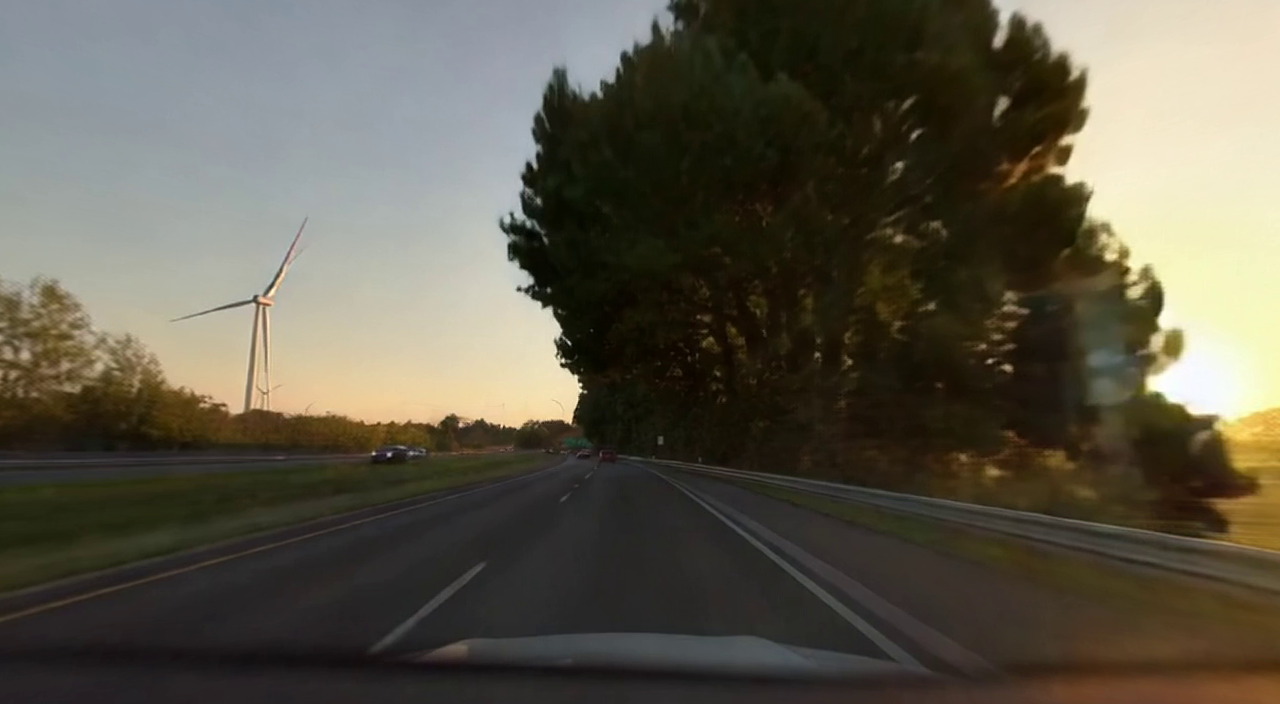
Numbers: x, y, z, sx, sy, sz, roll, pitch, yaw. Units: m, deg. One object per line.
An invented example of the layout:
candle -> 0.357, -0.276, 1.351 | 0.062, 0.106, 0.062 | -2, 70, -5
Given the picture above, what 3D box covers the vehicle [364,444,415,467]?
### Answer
vehicle -> -17.589, 7.293, 44.550 | 1.879, 1.547, 4.378 | 0, -9, -2
